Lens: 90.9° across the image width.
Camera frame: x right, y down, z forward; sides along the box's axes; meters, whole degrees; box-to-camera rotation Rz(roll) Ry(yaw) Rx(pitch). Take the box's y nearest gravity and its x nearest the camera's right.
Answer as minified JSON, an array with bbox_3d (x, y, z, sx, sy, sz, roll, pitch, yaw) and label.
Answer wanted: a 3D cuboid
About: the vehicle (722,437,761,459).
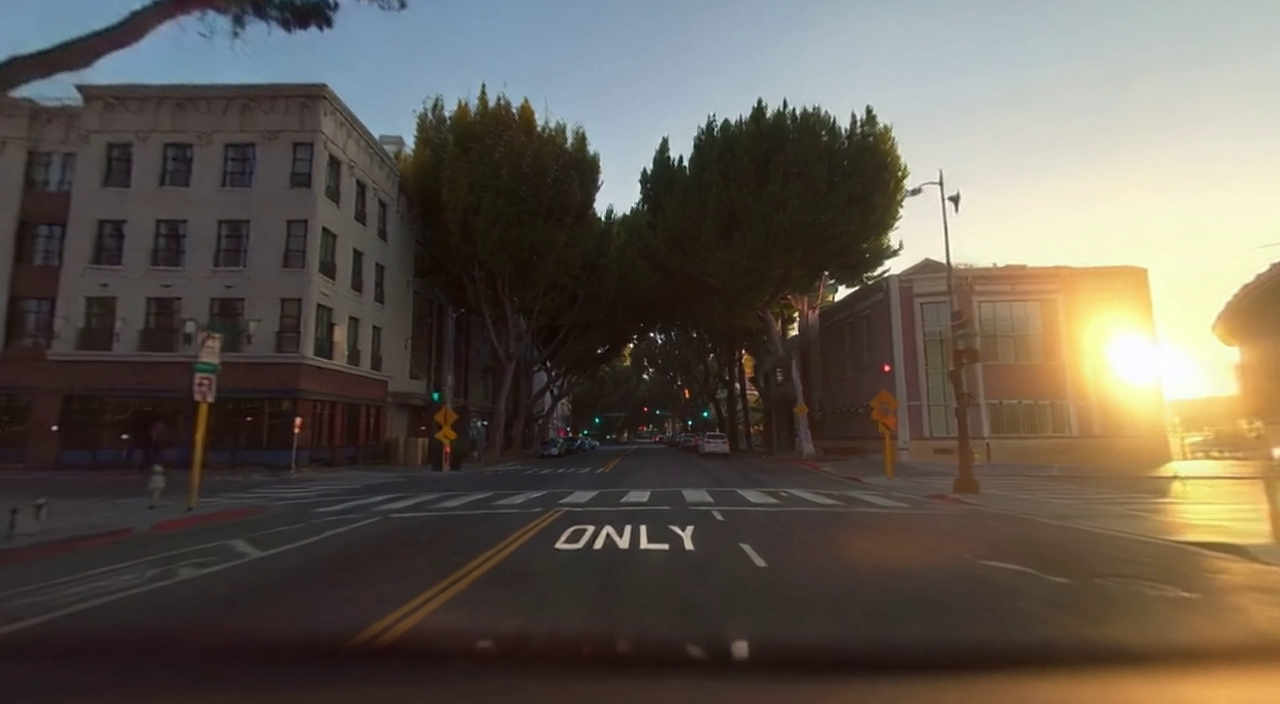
[{"bbox_3d":[7.413,7.047,46.445,1.997,1.510,4.455,0,-8,-2],"label":"vehicle"}]

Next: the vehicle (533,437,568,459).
[{"bbox_3d":[-6.739,7.227,47.715,2.127,1.533,4.547,-1,-8,-2],"label":"vehicle"}]

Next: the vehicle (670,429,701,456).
[{"bbox_3d":[3.481,7.022,48.836,1.971,1.919,4.748,0,-8,-1],"label":"vehicle"}]
